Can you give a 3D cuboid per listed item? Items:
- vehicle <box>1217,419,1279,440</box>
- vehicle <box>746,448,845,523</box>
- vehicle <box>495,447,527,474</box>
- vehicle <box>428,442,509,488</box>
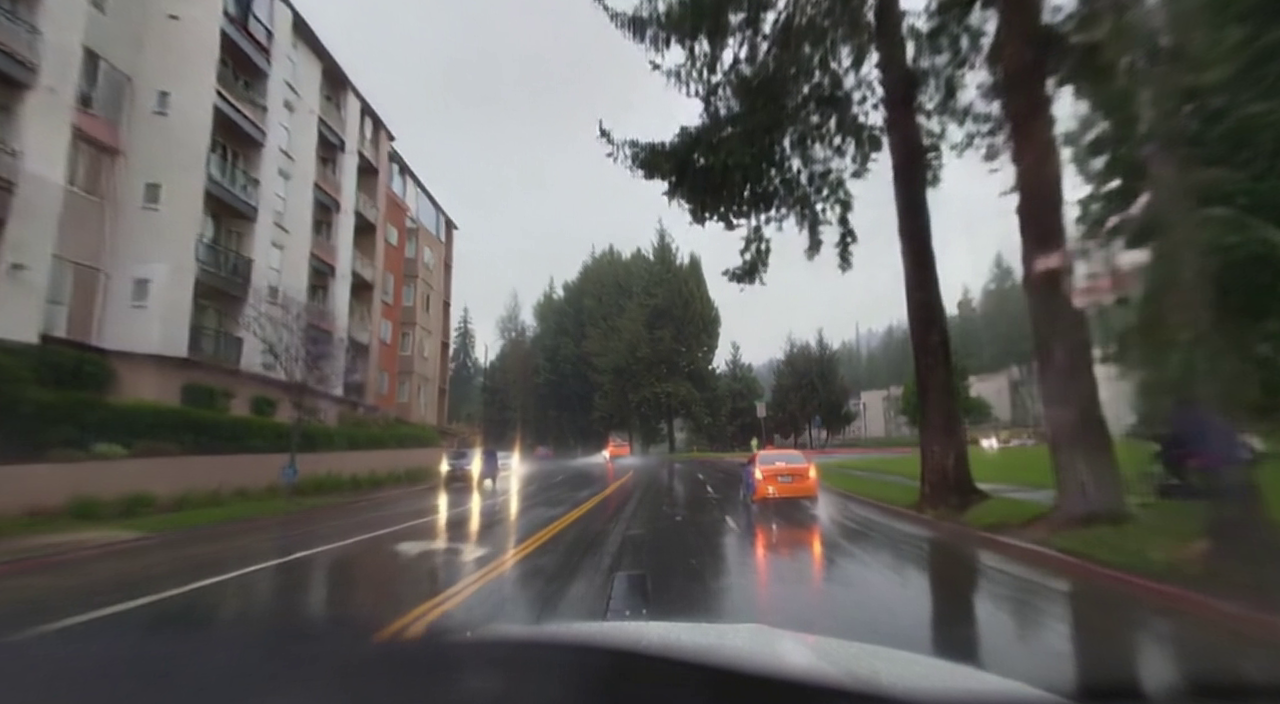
[{"bbox_3d":[45.193,5.647,45.901,4.494,1.438,1.996,-7,-11,41],"label":"vehicle"},{"bbox_3d":[3.051,2.677,12.818,1.559,1.351,2.452,-1,-10,5],"label":"vehicle"},{"bbox_3d":[-8.678,7.317,42.746,1.994,1.697,4.436,1,-9,-10],"label":"vehicle"},{"bbox_3d":[-8.261,5.495,30.925,2.347,1.846,4.915,-6,-9,2],"label":"vehicle"}]
